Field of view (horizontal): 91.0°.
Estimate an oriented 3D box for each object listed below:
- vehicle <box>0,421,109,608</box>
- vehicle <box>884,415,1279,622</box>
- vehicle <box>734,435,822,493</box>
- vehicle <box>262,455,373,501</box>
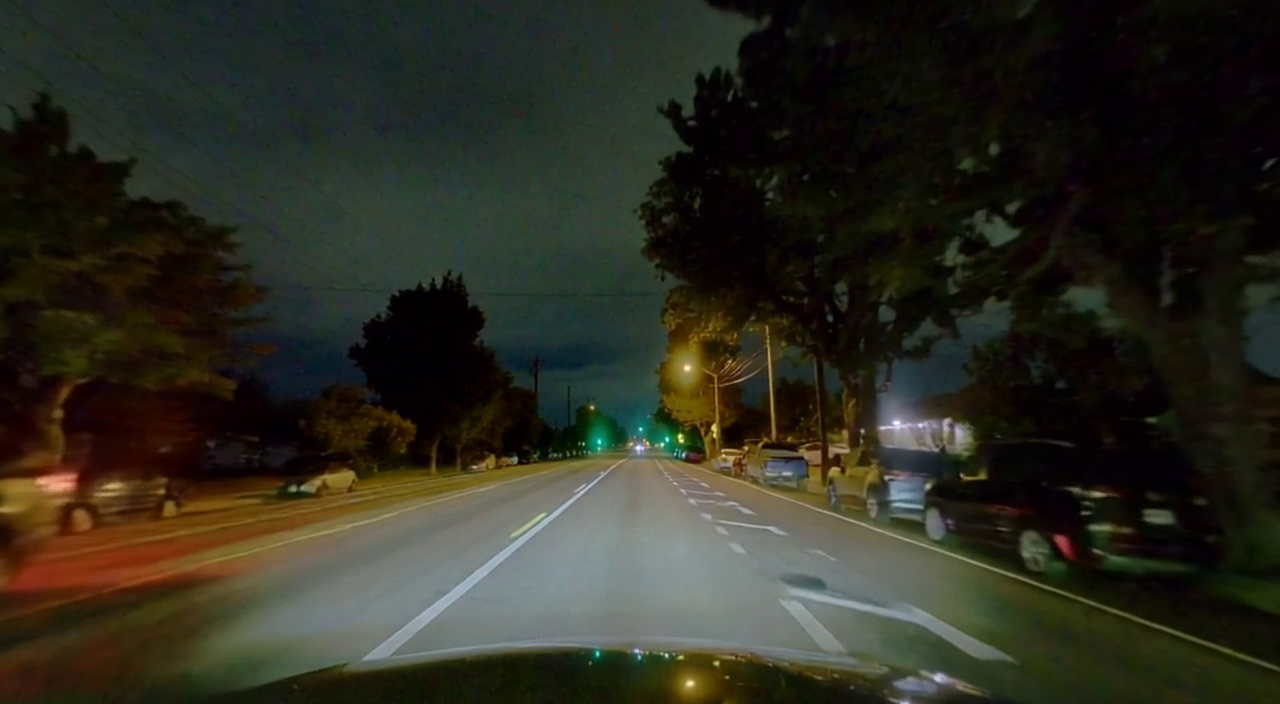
[{"bbox_3d":[-6.861,1.334,4.699,1.957,1.700,4.318,0,-8,0],"label":"vehicle"},{"bbox_3d":[4.955,1.775,7.790,1.962,1.748,4.659,0,-8,0],"label":"vehicle"},{"bbox_3d":[5.003,4.117,23.570,2.123,1.928,4.752,0,-8,-1],"label":"vehicle"},{"bbox_3d":[-12.150,4.744,24.096,1.865,1.479,4.325,0,-8,2],"label":"vehicle"}]
